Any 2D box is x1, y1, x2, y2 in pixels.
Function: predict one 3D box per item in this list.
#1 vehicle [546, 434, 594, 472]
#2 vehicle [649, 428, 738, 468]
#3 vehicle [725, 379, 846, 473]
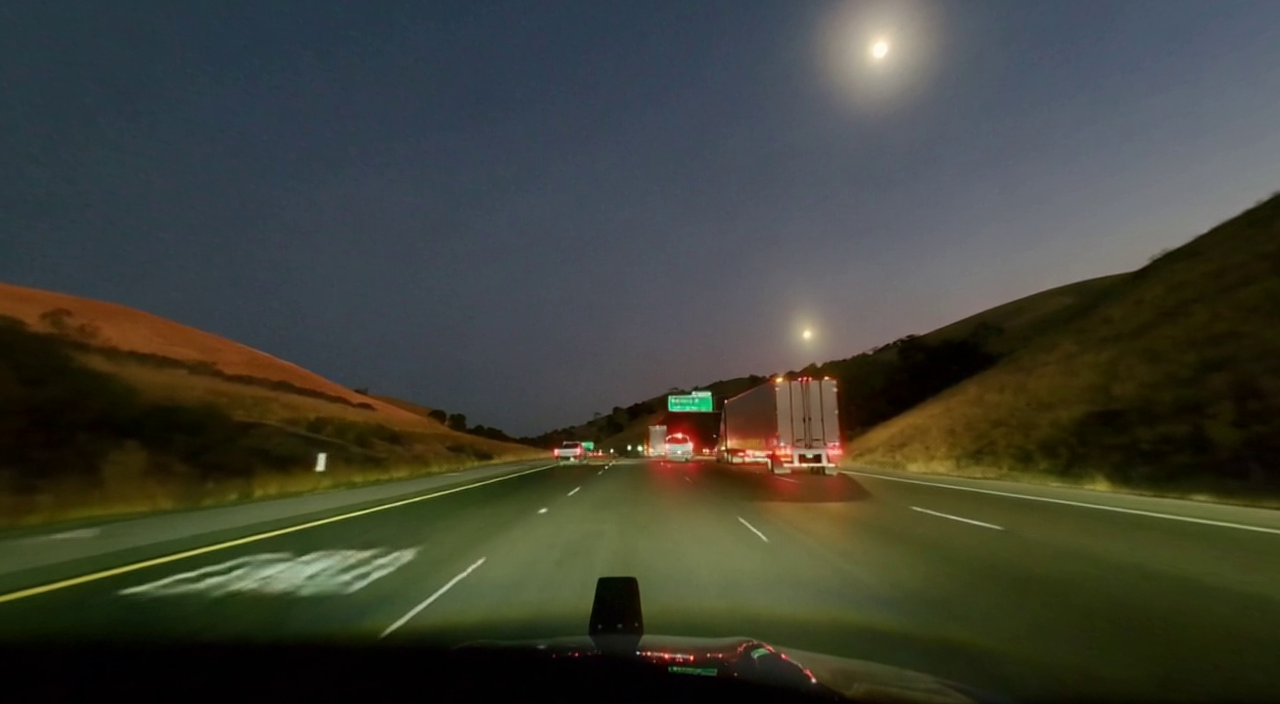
[{"bbox_3d":[-3.919,5.733,36.076,2.193,1.977,4.759,0,-9,0],"label":"vehicle"},{"bbox_3d":[3.150,5.795,38.203,5.075,2.277,2.365,0,-9,-2],"label":"vehicle"},{"bbox_3d":[7.618,4.521,36.439,2.935,4.187,16.357,0,-9,-1],"label":"vehicle"}]
